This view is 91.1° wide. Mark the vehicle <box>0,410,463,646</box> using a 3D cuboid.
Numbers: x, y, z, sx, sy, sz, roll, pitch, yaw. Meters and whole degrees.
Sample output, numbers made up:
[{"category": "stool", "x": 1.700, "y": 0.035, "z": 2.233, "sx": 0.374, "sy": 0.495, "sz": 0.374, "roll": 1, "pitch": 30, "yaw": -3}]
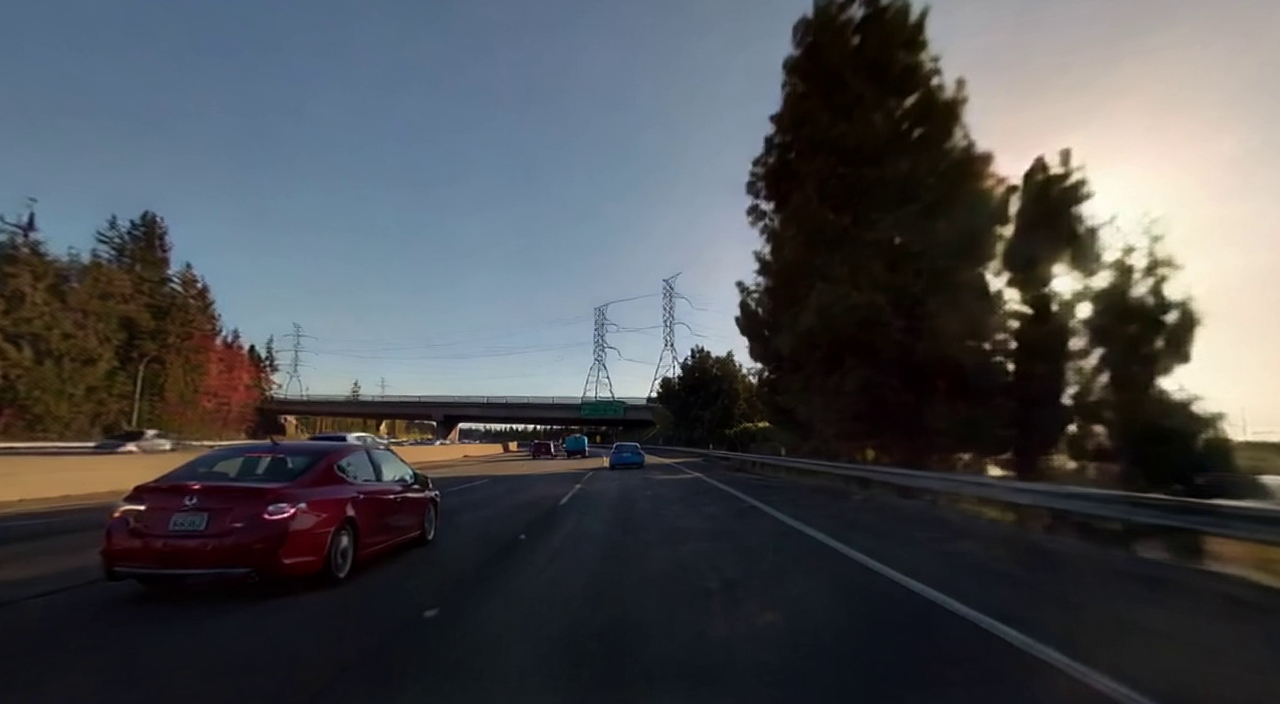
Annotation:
[{"category": "vehicle", "x": -3.511, "y": 1.478, "z": 6.434, "sx": 2.035, "sy": 1.514, "sz": 4.600, "roll": 0, "pitch": -8, "yaw": 0}]

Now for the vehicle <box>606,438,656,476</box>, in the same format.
[{"category": "vehicle", "x": -0.394, "y": 4.353, "z": 26.326, "sx": 1.954, "sy": 1.460, "sz": 3.983, "roll": 0, "pitch": -8, "yaw": -2}]

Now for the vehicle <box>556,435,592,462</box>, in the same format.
[{"category": "vehicle", "x": -4.719, "y": 6.986, "z": 45.513, "sx": 2.174, "sy": 1.806, "sz": 3.932, "roll": 0, "pitch": -8, "yaw": -1}]
